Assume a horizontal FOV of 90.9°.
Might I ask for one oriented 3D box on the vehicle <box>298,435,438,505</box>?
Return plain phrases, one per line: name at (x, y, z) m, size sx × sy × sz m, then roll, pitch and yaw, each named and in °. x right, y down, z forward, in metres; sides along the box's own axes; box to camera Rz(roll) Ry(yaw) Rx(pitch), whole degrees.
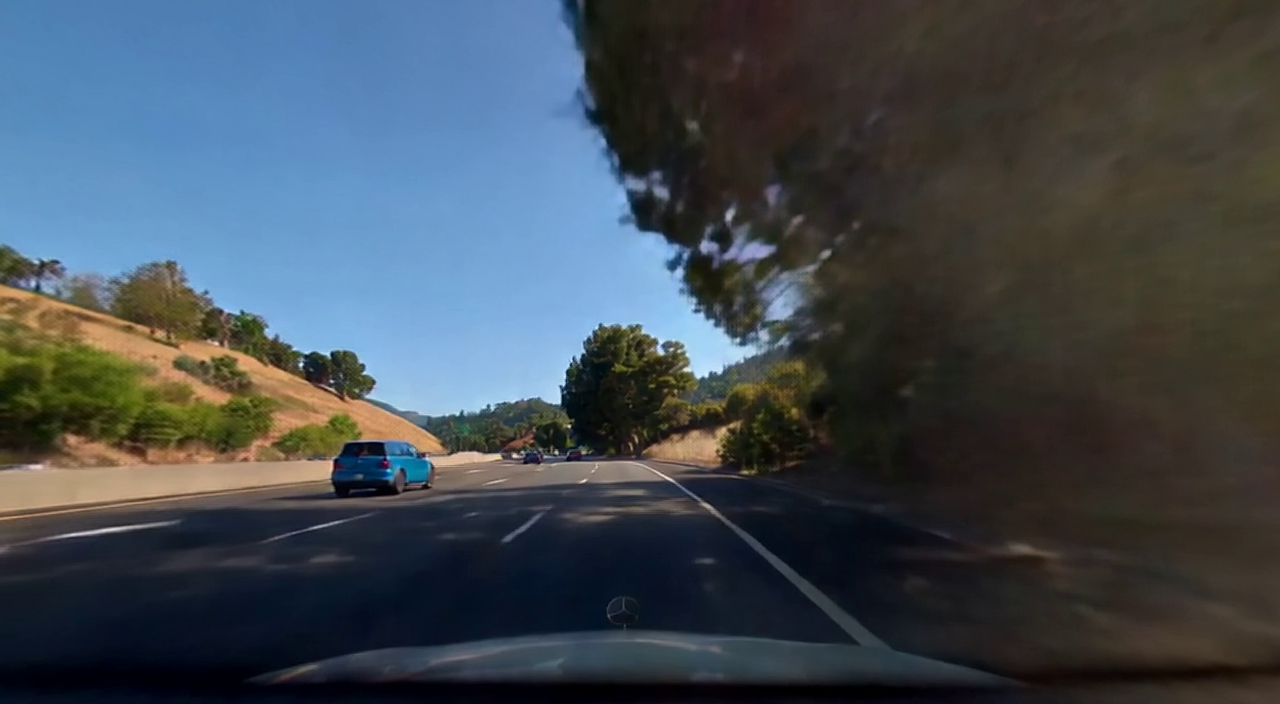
vehicle at (-7.526, 3.282, 18.042) m, size 2.046 × 1.712 × 4.533 m, roll 0°, pitch -9°, yaw -1°
